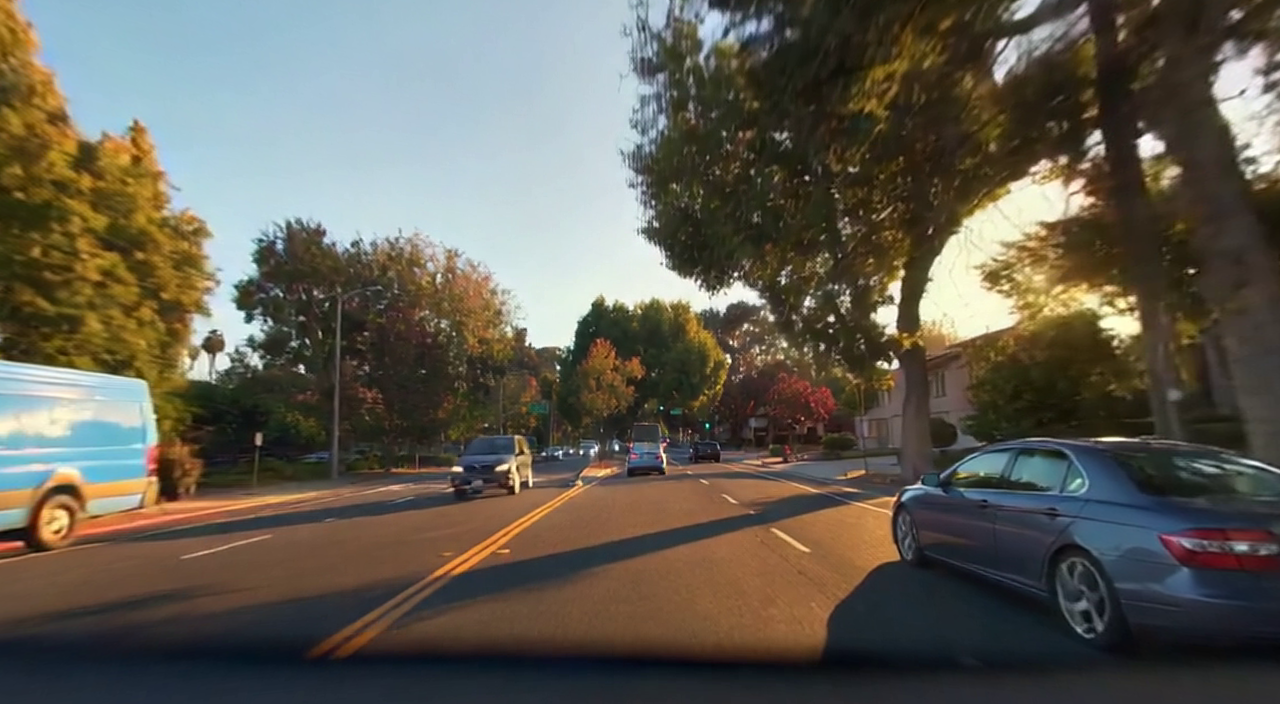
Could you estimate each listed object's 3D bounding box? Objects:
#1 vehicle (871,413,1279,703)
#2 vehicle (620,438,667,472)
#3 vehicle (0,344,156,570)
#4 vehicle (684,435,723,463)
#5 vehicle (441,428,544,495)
[{"bbox_3d":[3.587,1.293,4.800,1.973,1.447,4.402,0,-8,0],"label":"vehicle"},{"bbox_3d":[0.157,4.956,30.655,2.114,1.483,4.207,0,-8,0],"label":"vehicle"},{"bbox_3d":[-10.916,1.367,8.125,2.754,3.338,8.405,0,-9,-1],"label":"vehicle"},{"bbox_3d":[4.328,6.693,43.761,2.187,1.847,4.553,0,-8,-1],"label":"vehicle"},{"bbox_3d":[-4.361,3.319,19.533,2.054,1.772,4.817,0,-8,-1],"label":"vehicle"}]
